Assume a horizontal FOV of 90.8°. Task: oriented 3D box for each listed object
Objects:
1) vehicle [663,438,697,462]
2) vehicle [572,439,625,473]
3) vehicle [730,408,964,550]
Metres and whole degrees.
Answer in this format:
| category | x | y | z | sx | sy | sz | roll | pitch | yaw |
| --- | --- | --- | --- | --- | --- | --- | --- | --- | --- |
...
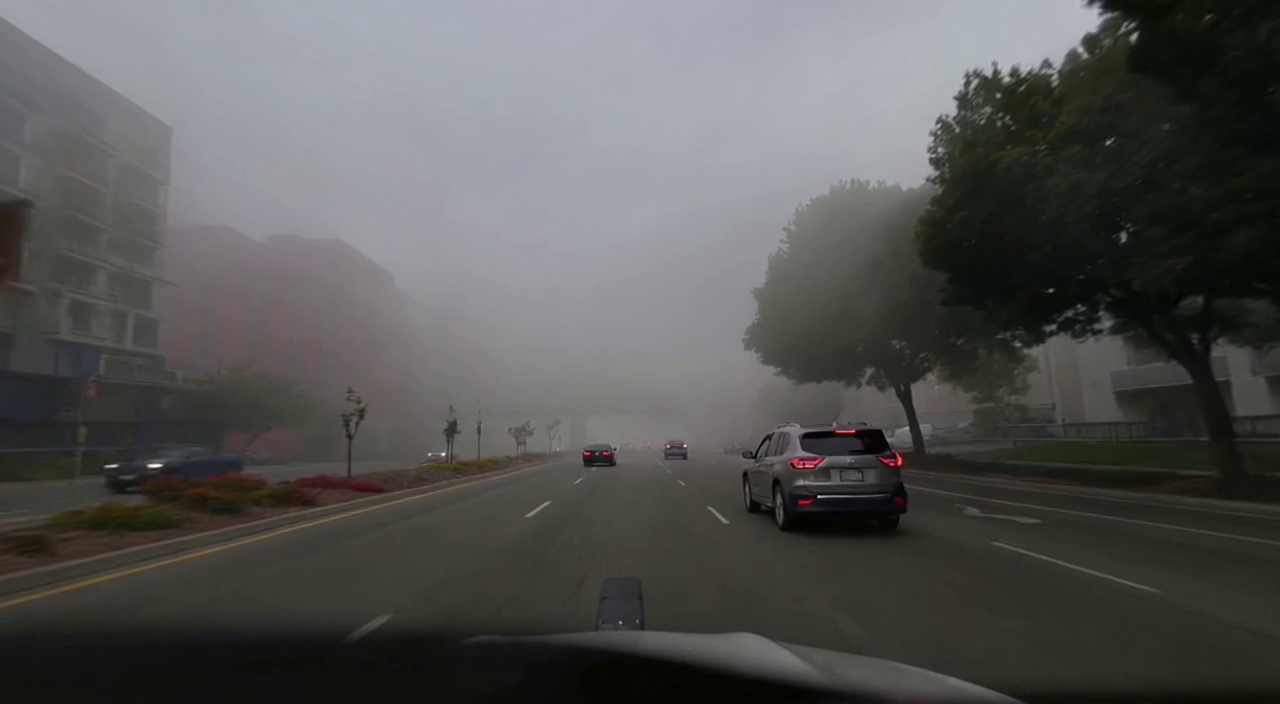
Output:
| category | x | y | z | sx | sy | sz | roll | pitch | yaw |
| --- | --- | --- | --- | --- | --- | --- | --- | --- | --- |
| vehicle | 2.988 | 7.430 | 48.097 | 2.165 | 1.708 | 3.928 | 0 | -8 | -2 |
| vehicle | -1.924 | 5.035 | 30.794 | 2.173 | 1.498 | 4.528 | 0 | -8 | 1 |
| vehicle | 2.910 | 1.920 | 10.247 | 2.130 | 1.741 | 4.665 | 0 | -8 | -1 |
